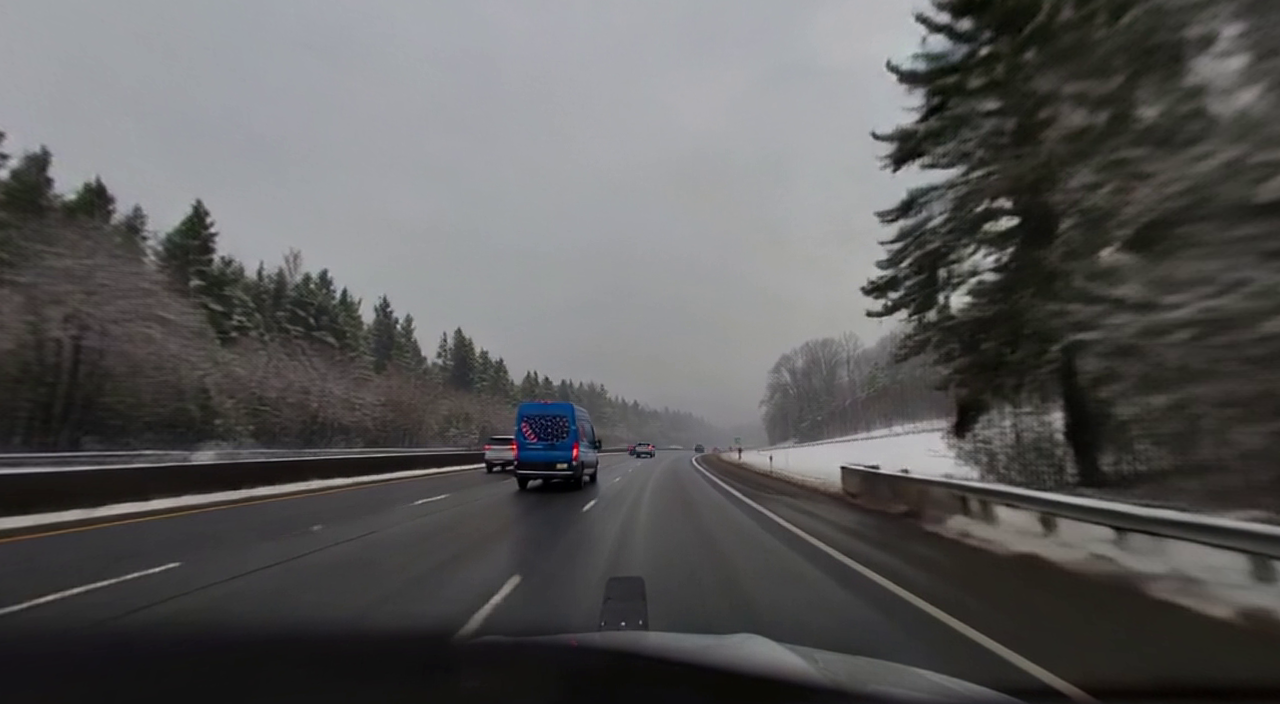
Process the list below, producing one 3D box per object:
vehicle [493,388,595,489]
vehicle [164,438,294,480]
[{"bbox_3d":[-2.952,2.889,20.991,2.319,2.883,5.632,0,-8,2],"label":"vehicle"},{"bbox_3d":[-16.589,4.334,25.852,1.959,1.547,4.772,0,-8,2],"label":"vehicle"}]
